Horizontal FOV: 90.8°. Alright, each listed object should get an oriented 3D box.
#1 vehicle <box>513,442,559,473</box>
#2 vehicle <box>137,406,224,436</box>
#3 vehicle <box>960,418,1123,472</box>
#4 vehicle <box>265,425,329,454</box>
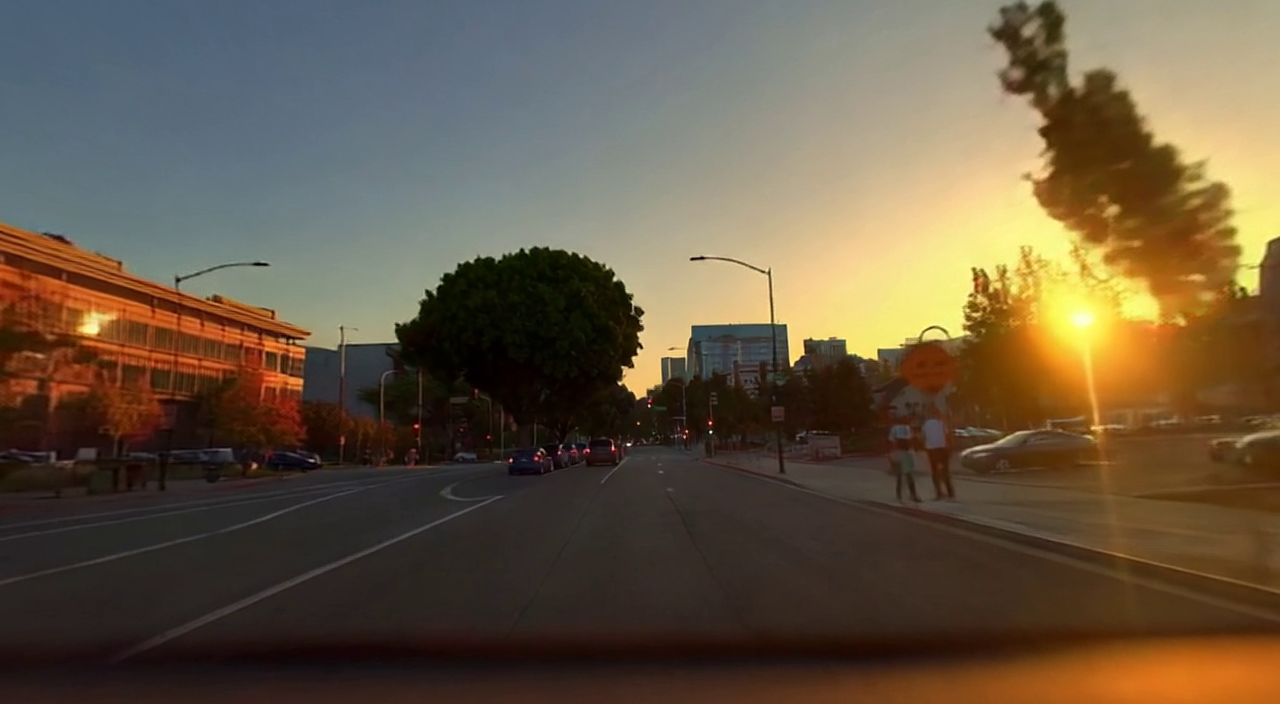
[{"bbox_3d":[-5.596,5.692,34.367,1.889,1.572,3.599,0,-8,1],"label":"vehicle"},{"bbox_3d":[-25.513,3.864,35.150,3.556,1.611,1.623,0,-8,3],"label":"vehicle"},{"bbox_3d":[14.895,3.503,23.673,4.562,1.648,2.028,-4,-9,3],"label":"vehicle"},{"bbox_3d":[-25.346,6.484,46.734,3.572,2.012,1.872,-1,-8,-2],"label":"vehicle"}]
